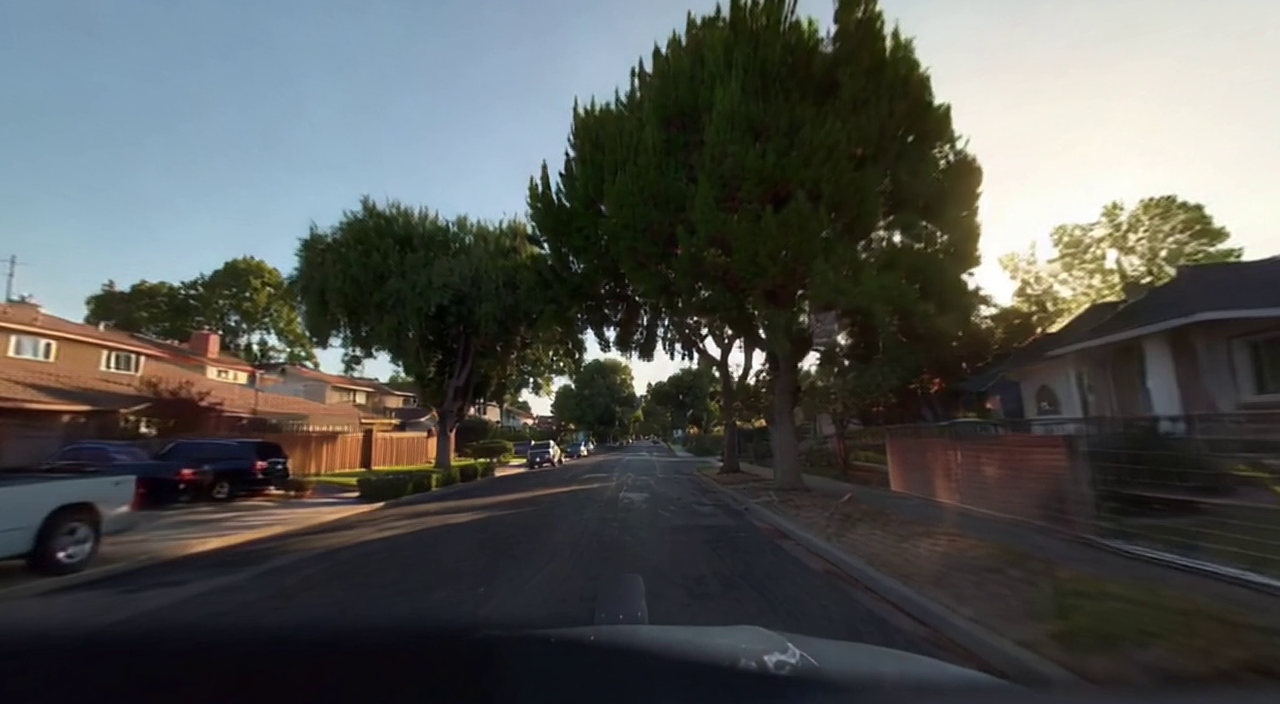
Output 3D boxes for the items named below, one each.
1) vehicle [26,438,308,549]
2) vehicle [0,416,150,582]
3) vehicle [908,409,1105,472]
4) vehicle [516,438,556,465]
[{"bbox_3d":[-8.524,2.522,12.081,2.074,1.616,4.440,-2,-8,-2],"label":"vehicle"},{"bbox_3d":[-8.363,1.598,6.684,2.352,1.843,4.979,-1,-10,0],"label":"vehicle"},{"bbox_3d":[12.188,2.964,21.234,5.367,1.953,2.257,1,-8,-9],"label":"vehicle"},{"bbox_3d":[-7.934,7.680,48.622,2.091,1.912,4.598,0,-10,2],"label":"vehicle"}]
